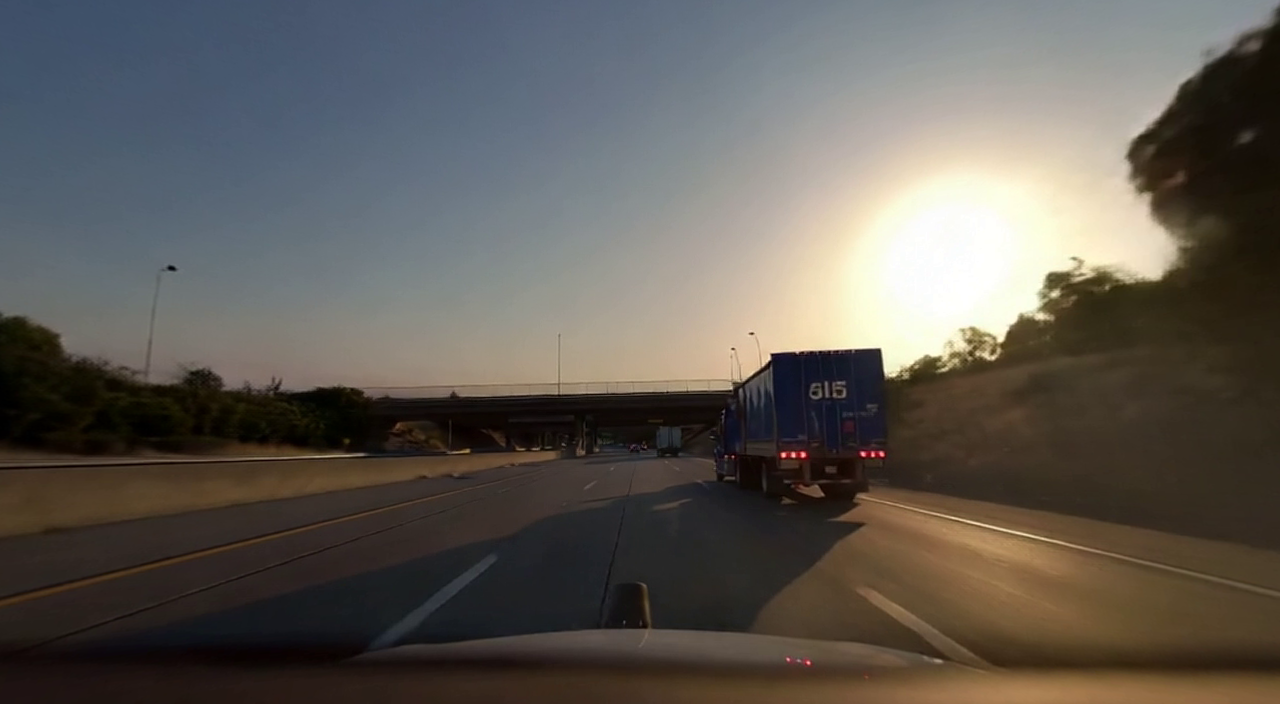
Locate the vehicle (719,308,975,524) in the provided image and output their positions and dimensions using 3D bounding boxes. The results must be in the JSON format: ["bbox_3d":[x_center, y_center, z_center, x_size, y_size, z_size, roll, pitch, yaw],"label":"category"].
[{"bbox_3d":[4.173,1.850,15.999,3.107,3.718,10.231,0,-9,1],"label":"vehicle"}]
